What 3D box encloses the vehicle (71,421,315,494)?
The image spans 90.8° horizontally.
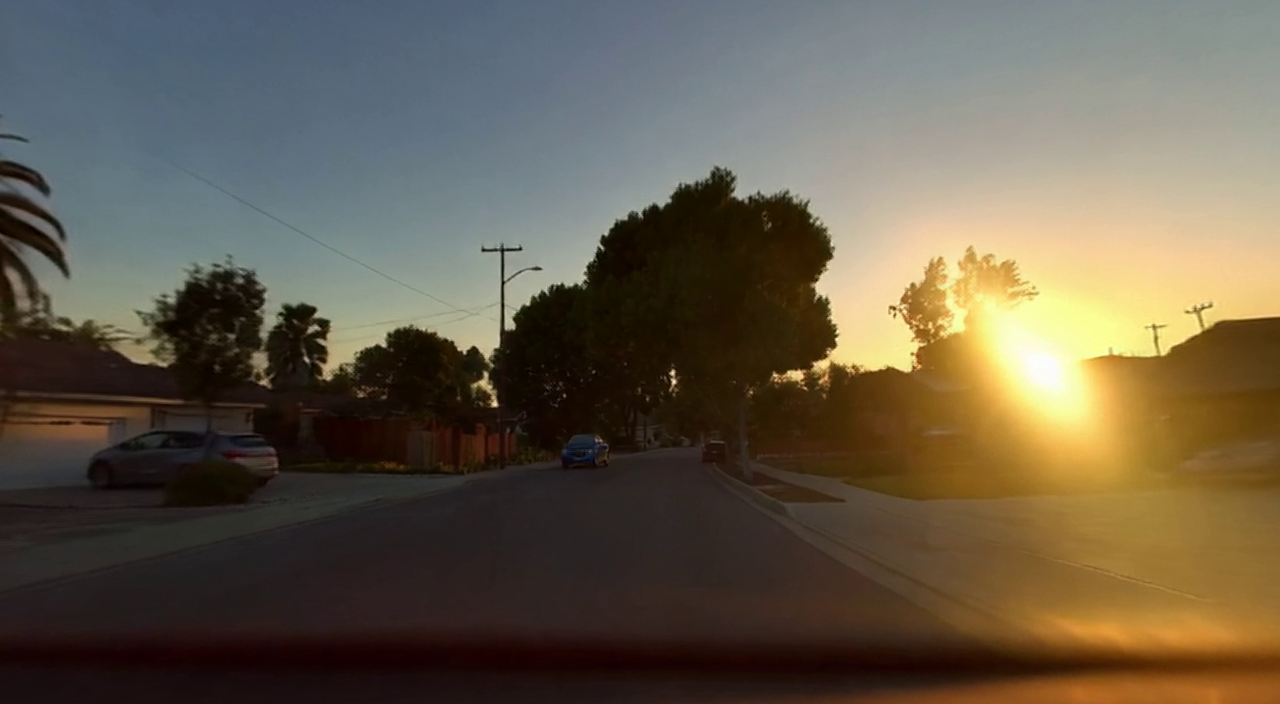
[{"bbox_3d":[-13.049,3.096,18.758,5.497,1.983,2.191,0,-8,0],"label":"vehicle"}]

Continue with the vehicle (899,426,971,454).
[{"bbox_3d":[18.650,5.549,40.092,3.903,1.592,1.921,-2,-6,18],"label":"vehicle"}]

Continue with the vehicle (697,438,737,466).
[{"bbox_3d":[5.001,6.549,41.544,2.051,1.676,4.497,0,-8,0],"label":"vehicle"}]

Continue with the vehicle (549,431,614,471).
[{"bbox_3d":[-3.120,5.588,35.727,2.274,2.008,6.986,-1,-8,6],"label":"vehicle"}]
